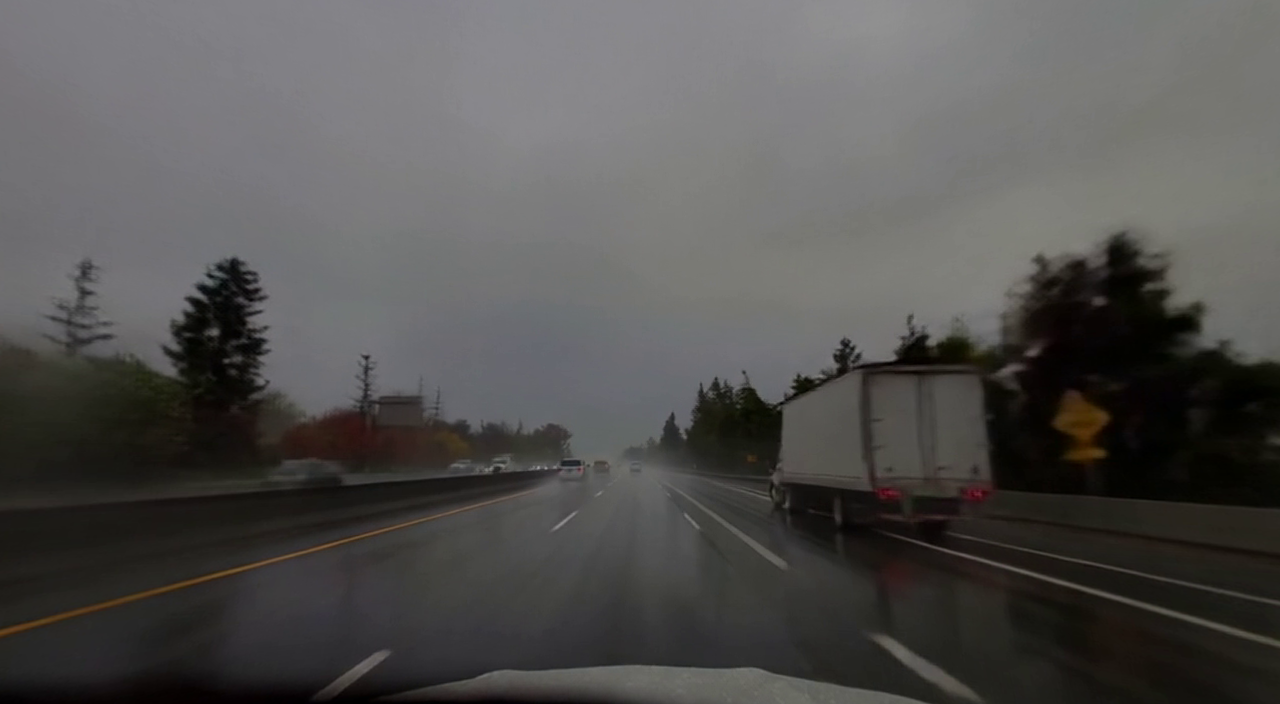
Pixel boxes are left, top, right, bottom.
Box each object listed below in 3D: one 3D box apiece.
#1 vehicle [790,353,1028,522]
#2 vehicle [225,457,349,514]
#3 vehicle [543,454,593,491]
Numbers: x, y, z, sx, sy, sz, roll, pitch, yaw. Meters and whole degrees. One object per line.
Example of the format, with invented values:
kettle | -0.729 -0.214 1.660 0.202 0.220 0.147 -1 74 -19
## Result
vehicle | 7.542 3.012 19.851 3.235 4.088 9.243 0 -12 0
vehicle | -11.842 4.488 21.487 1.891 1.730 3.977 1 -10 -1
vehicle | -3.991 6.837 35.839 2.272 1.873 4.832 1 -10 0
